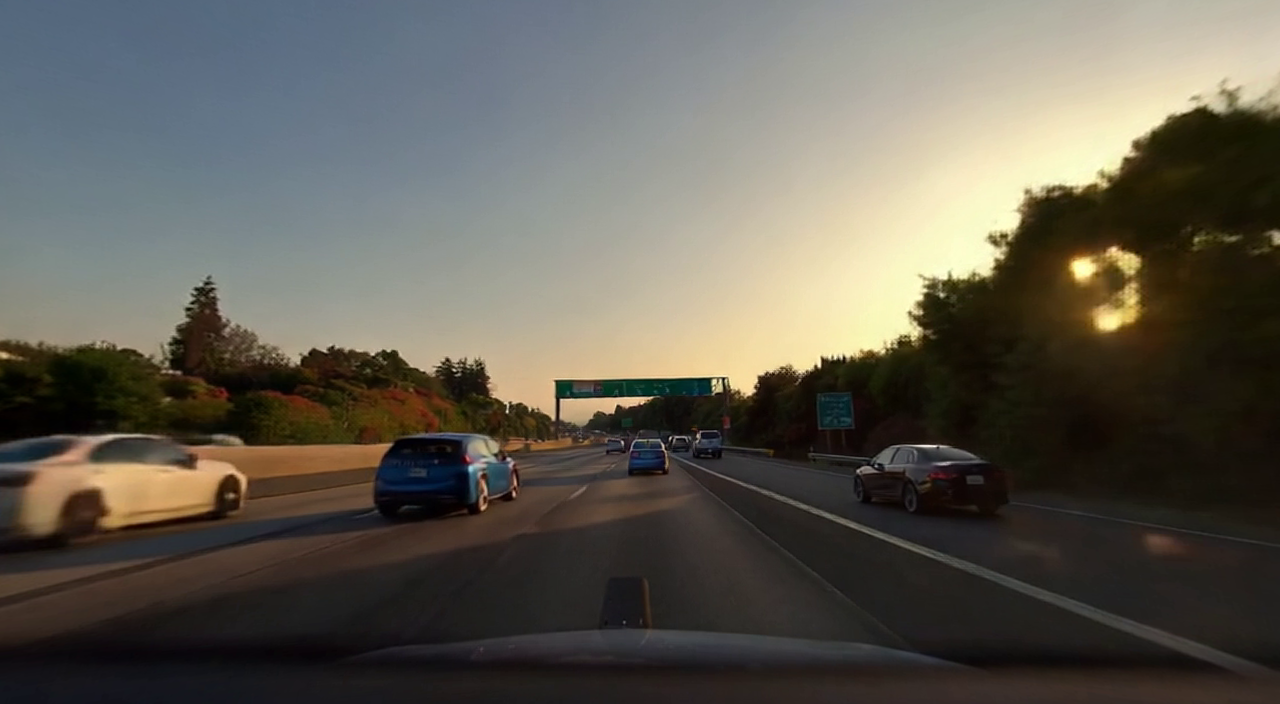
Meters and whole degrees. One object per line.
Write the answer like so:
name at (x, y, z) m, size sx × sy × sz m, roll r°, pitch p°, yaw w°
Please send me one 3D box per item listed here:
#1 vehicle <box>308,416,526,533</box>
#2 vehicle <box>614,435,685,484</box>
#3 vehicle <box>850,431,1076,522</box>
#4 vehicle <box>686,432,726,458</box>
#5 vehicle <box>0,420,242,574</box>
vehicle at (-3.521, 2.053, 11.236) m, size 1.927 × 1.586 × 5.142 m, roll 0°, pitch -8°, yaw 1°
vehicle at (0.282, 3.542, 21.021) m, size 2.113 × 1.464 × 4.073 m, roll 0°, pitch -8°, yaw 0°
vehicle at (5.963, 2.334, 12.430) m, size 2.030 × 1.442 × 4.358 m, roll 0°, pitch -8°, yaw -2°
vehicle at (4.711, 6.750, 45.728) m, size 2.261 × 1.781 × 4.709 m, roll 0°, pitch -8°, yaw -1°
vehicle at (-7.241, 1.626, 7.591) m, size 1.932 × 1.497 × 4.458 m, roll 0°, pitch -8°, yaw 1°
